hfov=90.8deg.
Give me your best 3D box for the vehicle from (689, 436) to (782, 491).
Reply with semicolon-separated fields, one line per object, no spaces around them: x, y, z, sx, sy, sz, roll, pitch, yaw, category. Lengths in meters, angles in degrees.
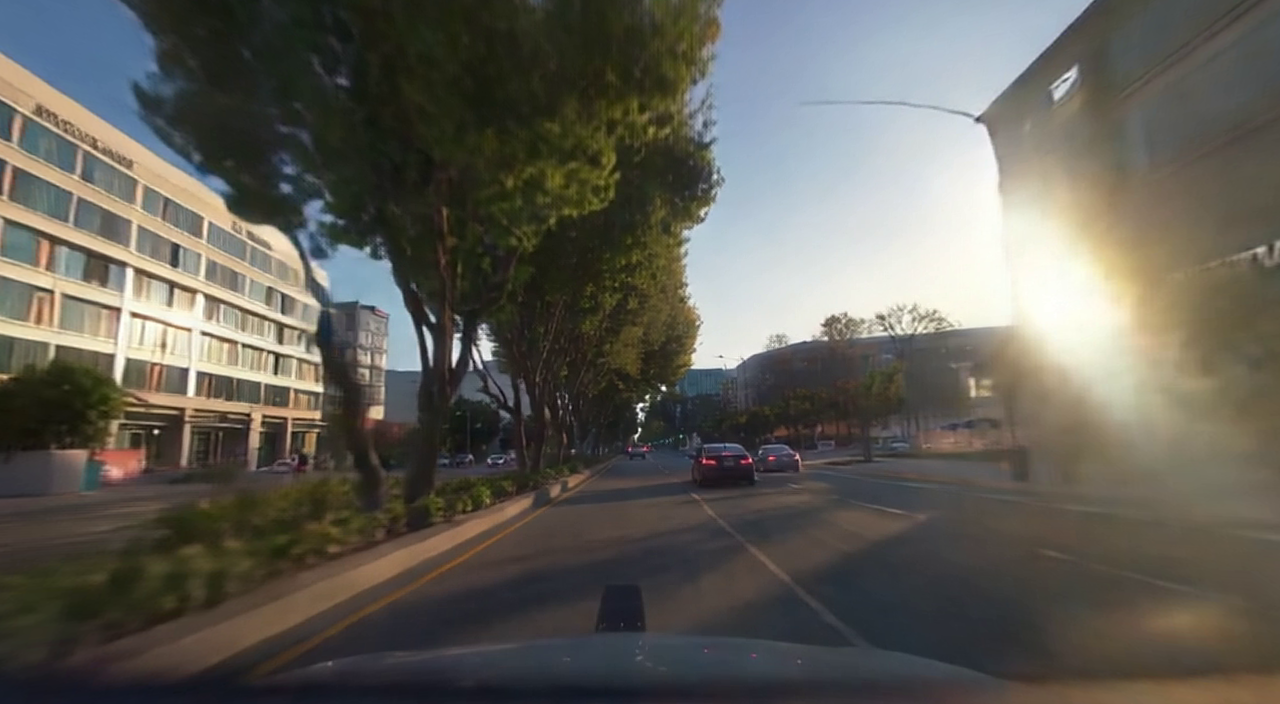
2.805;3.414;19.723;2.131;1.491;4.496;0;-8;-1;vehicle
